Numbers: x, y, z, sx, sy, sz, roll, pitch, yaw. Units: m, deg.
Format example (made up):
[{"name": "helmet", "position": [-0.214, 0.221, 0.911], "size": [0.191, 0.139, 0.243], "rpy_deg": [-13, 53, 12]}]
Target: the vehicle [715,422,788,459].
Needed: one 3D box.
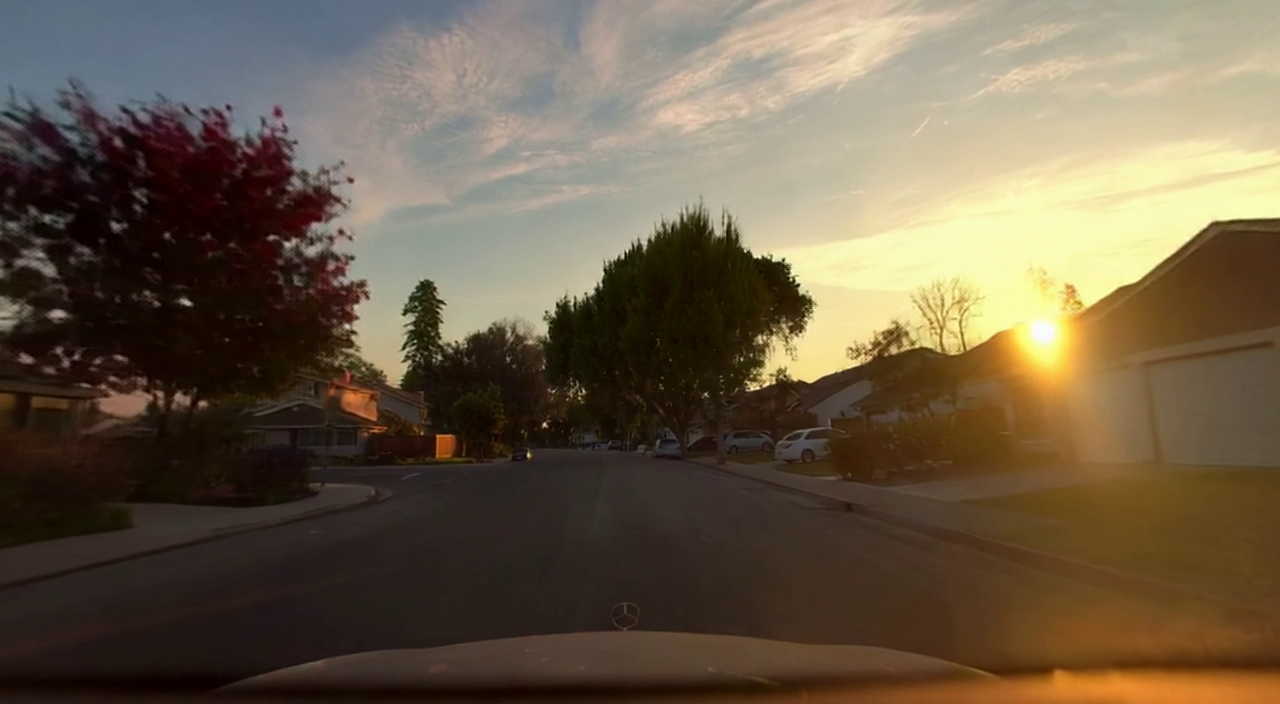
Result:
[{"name": "vehicle", "position": [8.326, 6.602, 47.365], "size": [4.801, 2.139, 2.164], "rpy_deg": [-7, -7, -3]}]
